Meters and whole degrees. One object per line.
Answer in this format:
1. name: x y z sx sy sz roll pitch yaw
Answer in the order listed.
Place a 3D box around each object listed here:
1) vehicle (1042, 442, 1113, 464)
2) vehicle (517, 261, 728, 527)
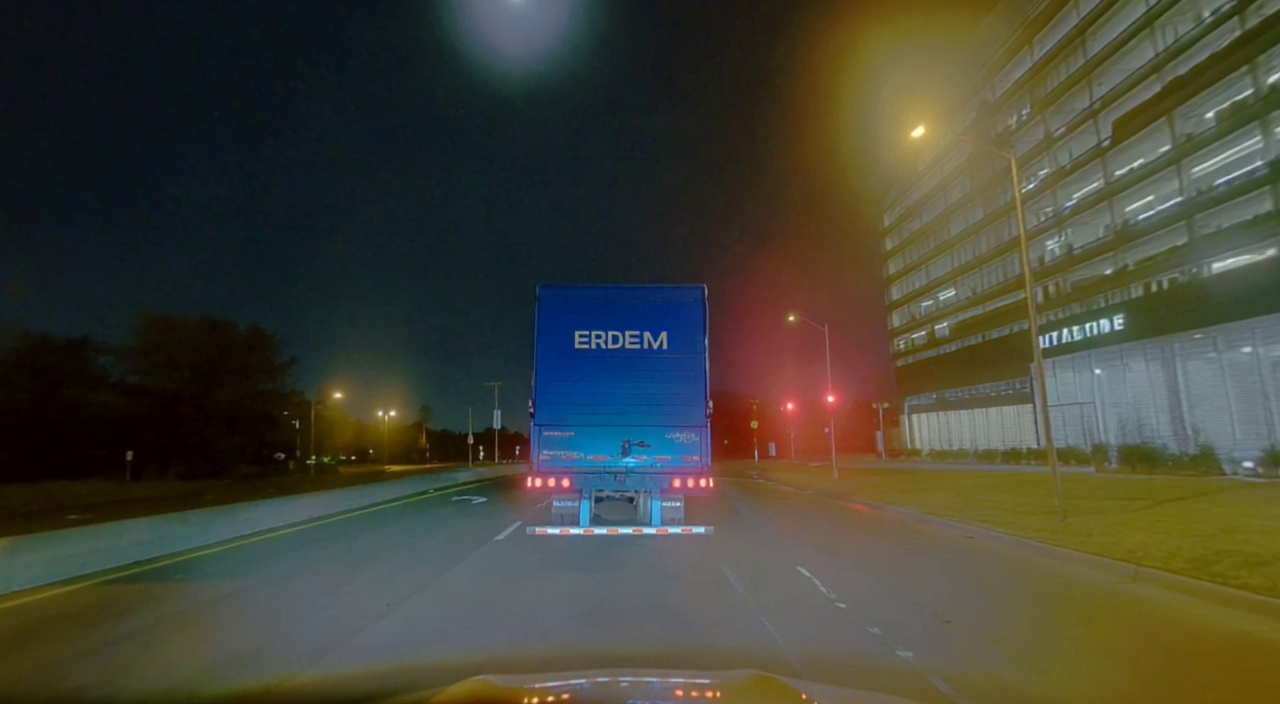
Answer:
1. vehicle: 31.366 7.216 45.151 1.652 1.423 3.797 5 -9 -36
2. vehicle: -0.212 1.162 13.457 2.876 3.724 9.351 0 -8 0
